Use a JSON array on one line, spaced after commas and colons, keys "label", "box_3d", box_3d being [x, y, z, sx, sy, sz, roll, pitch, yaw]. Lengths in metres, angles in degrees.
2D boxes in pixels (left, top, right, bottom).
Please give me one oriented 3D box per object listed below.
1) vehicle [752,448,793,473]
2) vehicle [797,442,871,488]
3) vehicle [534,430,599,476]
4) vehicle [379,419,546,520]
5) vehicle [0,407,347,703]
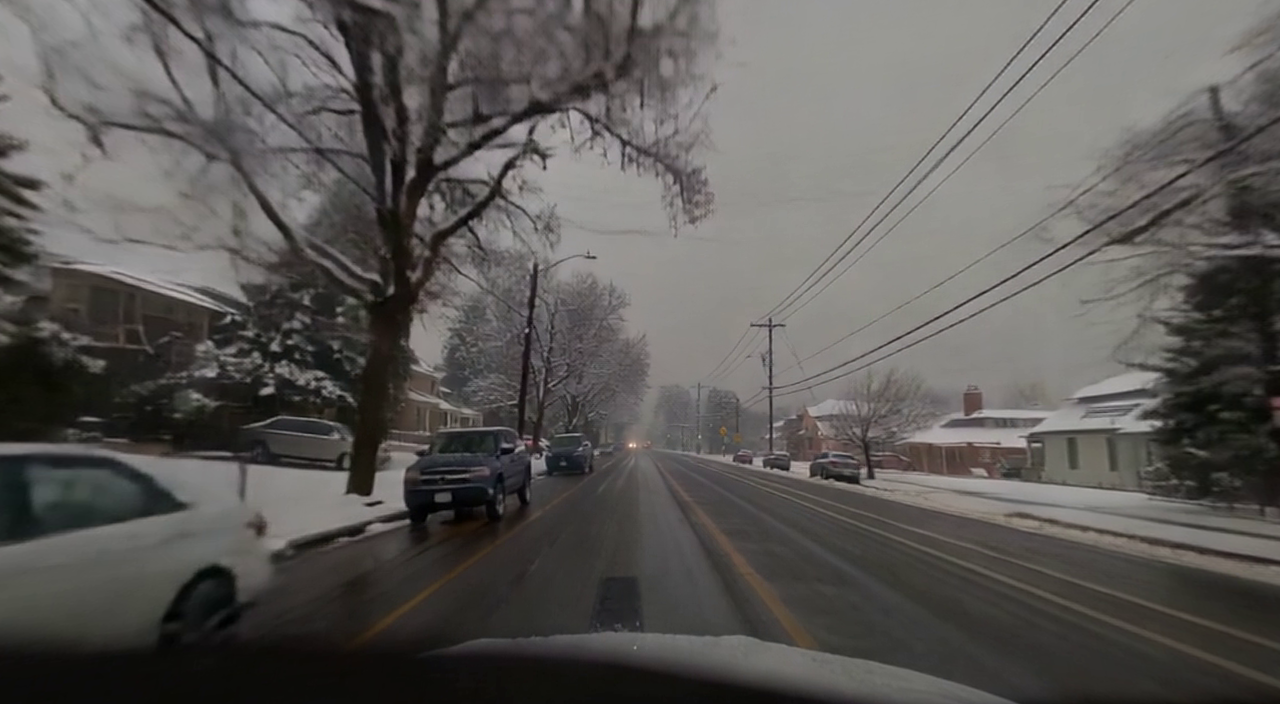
[{"label": "vehicle", "box_3d": [9.802, 8.023, 47.112, 1.977, 1.495, 4.800, 8, -8, 2]}, {"label": "vehicle", "box_3d": [9.677, 5.633, 31.940, 2.156, 1.882, 4.790, 8, -8, 1]}, {"label": "vehicle", "box_3d": [-3.241, 4.639, 29.207, 2.290, 1.924, 5.536, 0, -8, 1]}, {"label": "vehicle", "box_3d": [-3.458, 2.410, 13.498, 2.127, 1.737, 4.961, 0, -9, 0]}, {"label": "vehicle", "box_3d": [-3.451, 1.060, 2.841, 1.917, 1.516, 4.898, -1, -8, 0]}]
